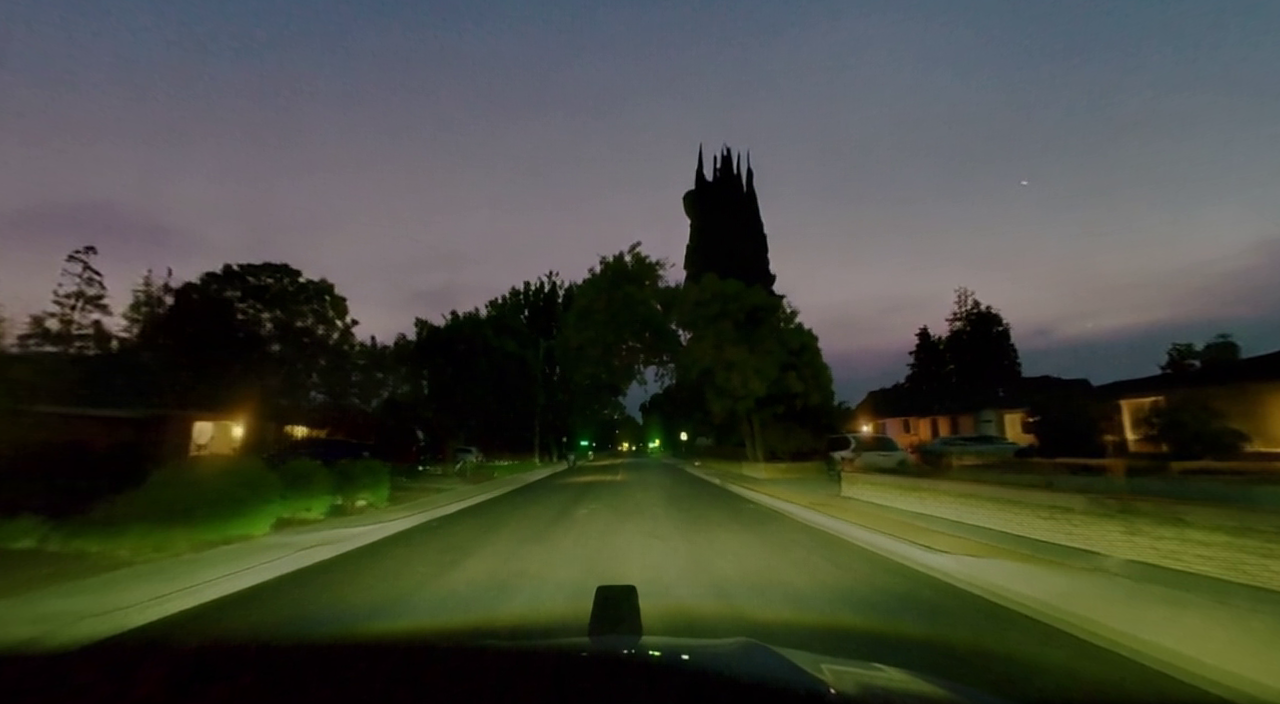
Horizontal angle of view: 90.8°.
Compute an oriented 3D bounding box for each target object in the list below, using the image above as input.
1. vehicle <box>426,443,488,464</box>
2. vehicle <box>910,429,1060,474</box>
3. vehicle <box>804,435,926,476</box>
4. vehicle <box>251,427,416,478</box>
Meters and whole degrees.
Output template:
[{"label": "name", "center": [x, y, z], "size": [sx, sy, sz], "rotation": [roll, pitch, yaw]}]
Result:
[{"label": "vehicle", "center": [-13.886, 7.682, 48.091], "size": [4.190, 1.529, 1.880], "rotation": [0, -8, -4]}, {"label": "vehicle", "center": [15.223, 4.435, 28.126], "size": [5.395, 1.917, 2.153], "rotation": [0, -9, -2]}, {"label": "vehicle", "center": [9.759, 4.513, 27.705], "size": [4.582, 1.719, 1.947], "rotation": [0, -8, -1]}, {"label": "vehicle", "center": [-12.509, 4.128, 26.098], "size": [5.618, 1.997, 2.201], "rotation": [0, -9, -1]}]
